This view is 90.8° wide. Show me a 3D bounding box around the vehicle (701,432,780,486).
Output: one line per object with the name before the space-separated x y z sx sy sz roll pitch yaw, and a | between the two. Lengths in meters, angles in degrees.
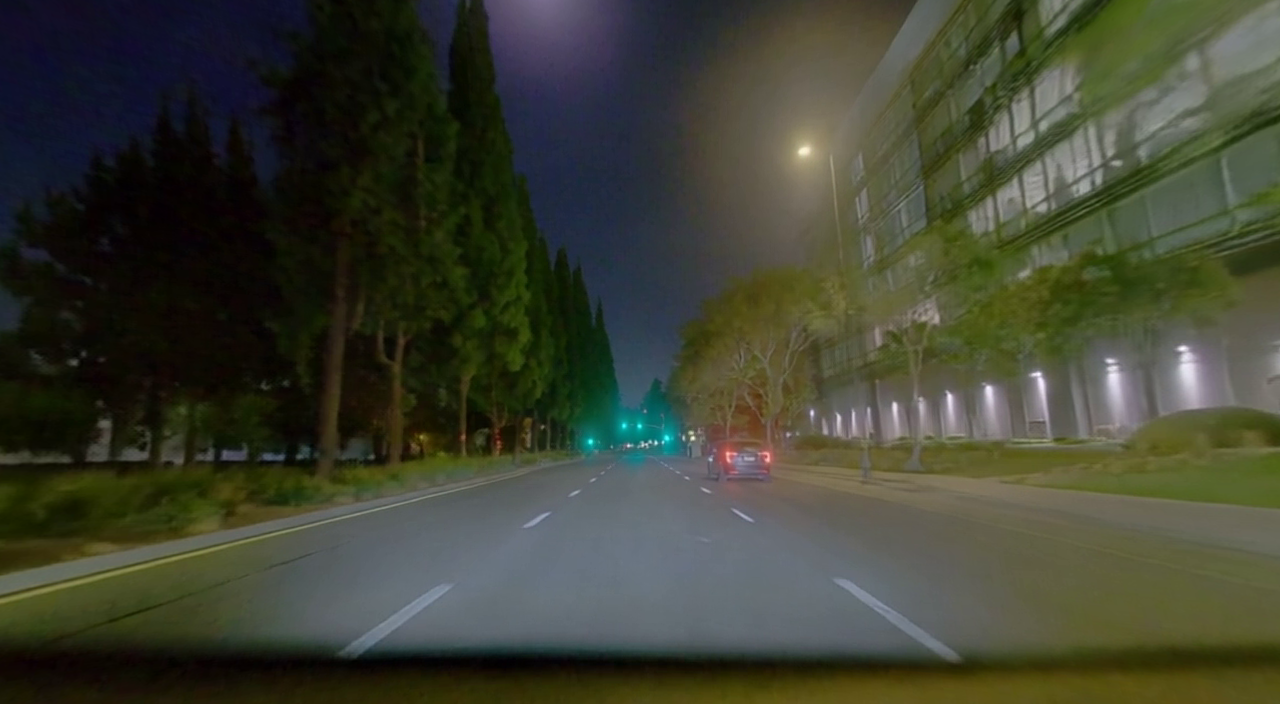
vehicle | 3.485 3.818 22.840 2.083 1.743 4.354 0 -8 -1
